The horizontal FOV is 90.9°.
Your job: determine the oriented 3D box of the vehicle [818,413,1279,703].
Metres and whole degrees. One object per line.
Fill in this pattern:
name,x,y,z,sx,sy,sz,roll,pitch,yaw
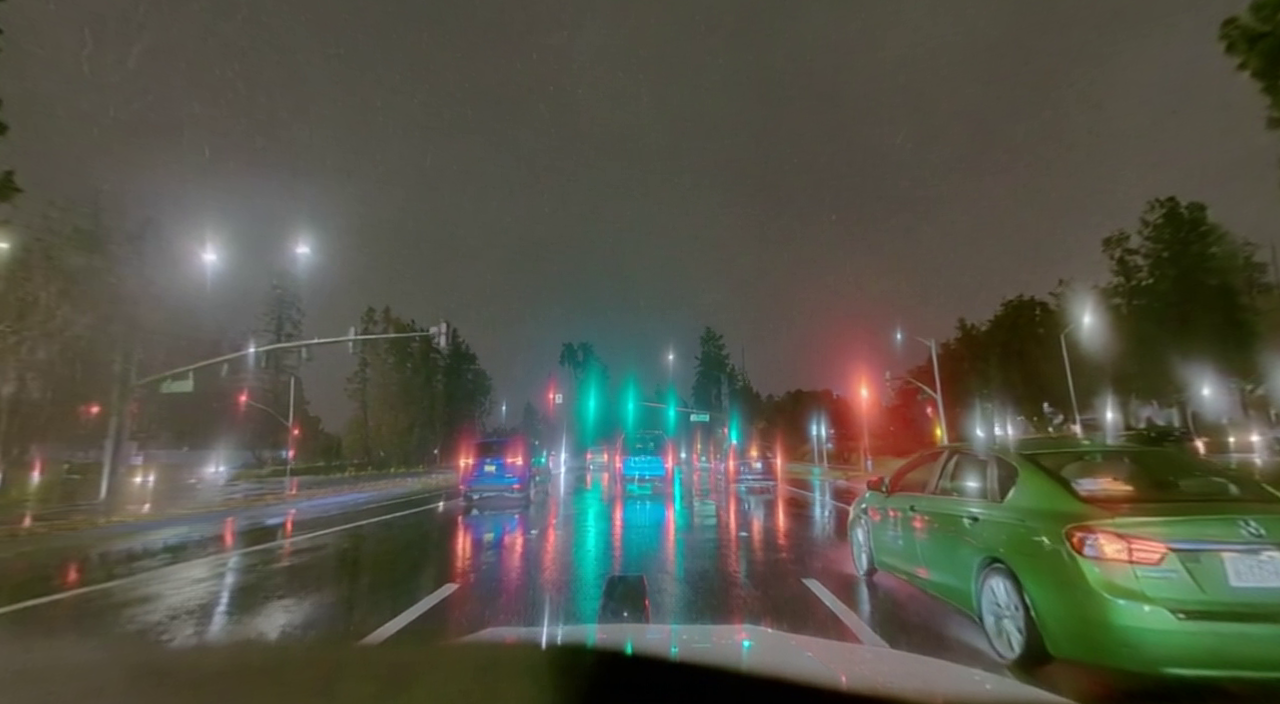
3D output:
vehicle,3.110,1.364,5.200,1.976,1.491,4.427,0,-8,0

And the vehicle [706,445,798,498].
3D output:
vehicle,3.476,3.807,20.597,2.036,1.480,4.659,0,-8,-2

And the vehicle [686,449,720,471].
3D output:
vehicle,4.373,7.579,44.471,1.996,1.443,4.270,0,-8,0

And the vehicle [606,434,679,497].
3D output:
vehicle,0.083,3.666,20.821,2.132,1.816,4.471,0,-8,0

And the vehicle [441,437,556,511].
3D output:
vehicle,-3.588,3.164,16.894,2.039,1.709,4.265,0,-8,1

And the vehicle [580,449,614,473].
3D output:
vehicle,-2.785,7.225,42.108,1.897,1.479,4.204,0,-8,1
